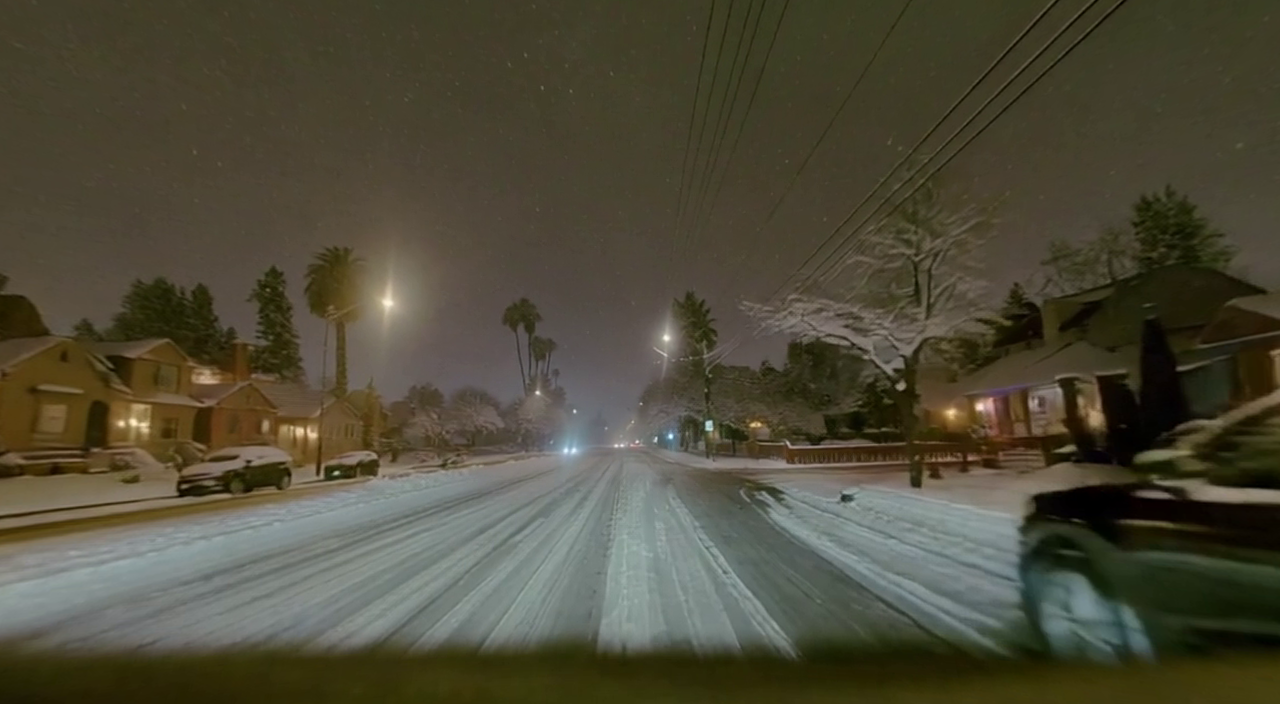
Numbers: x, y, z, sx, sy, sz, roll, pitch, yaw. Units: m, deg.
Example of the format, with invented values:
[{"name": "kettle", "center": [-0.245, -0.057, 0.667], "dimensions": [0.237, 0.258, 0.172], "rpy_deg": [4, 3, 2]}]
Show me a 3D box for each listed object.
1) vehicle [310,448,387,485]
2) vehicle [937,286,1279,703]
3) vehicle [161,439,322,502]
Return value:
[{"name": "vehicle", "center": [-14.554, 5.691, 31.803], "dimensions": [1.890, 1.568, 4.444], "rpy_deg": [-2, -7, -2]}, {"name": "vehicle", "center": [3.446, 0.699, 1.972], "dimensions": [2.386, 1.916, 5.167], "rpy_deg": [0, -9, -2]}, {"name": "vehicle", "center": [-14.197, 4.170, 23.090], "dimensions": [2.245, 1.904, 5.805], "rpy_deg": [-1, -7, -2]}]
